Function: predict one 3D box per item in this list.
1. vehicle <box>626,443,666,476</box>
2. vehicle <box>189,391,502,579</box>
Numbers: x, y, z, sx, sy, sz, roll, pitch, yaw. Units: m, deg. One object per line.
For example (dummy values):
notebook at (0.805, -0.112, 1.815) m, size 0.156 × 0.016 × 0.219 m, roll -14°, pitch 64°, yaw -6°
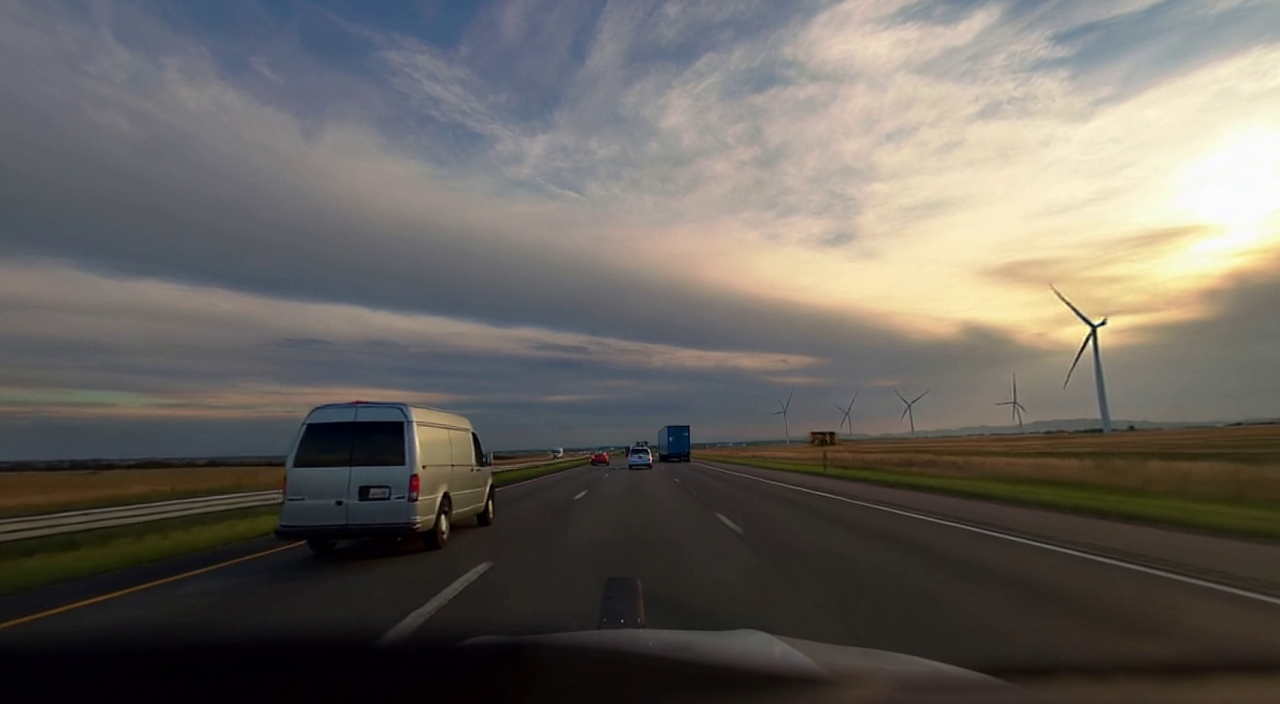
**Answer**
vehicle at (0.319, 5.918, 34.814) m, size 2.083 × 1.689 × 4.083 m, roll 0°, pitch -9°, yaw 0°
vehicle at (-3.656, 1.776, 9.125) m, size 2.238 × 1.984 × 4.650 m, roll 0°, pitch -9°, yaw 0°
